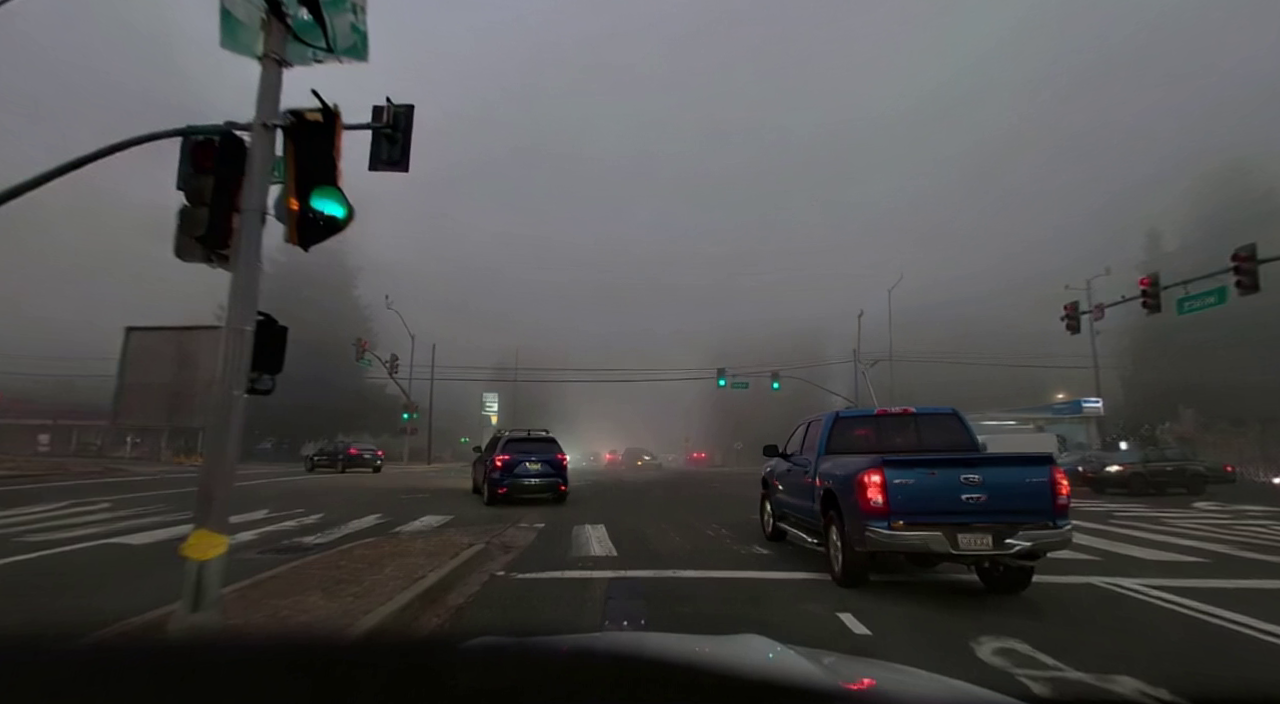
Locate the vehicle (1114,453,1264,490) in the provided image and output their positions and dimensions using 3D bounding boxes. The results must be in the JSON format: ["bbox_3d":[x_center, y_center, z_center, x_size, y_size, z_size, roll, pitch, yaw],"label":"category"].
[{"bbox_3d":[22.912,4.977,26.427,4.426,1.455,1.980,0,-8,-1],"label":"vehicle"}]

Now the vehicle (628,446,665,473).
[{"bbox_3d":[0.370,7.380,43.454,1.977,1.726,4.721,1,-8,-7],"label":"vehicle"}]

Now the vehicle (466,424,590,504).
[{"bbox_3d":[-3.232,2.978,17.270,2.141,1.842,4.889,4,-9,-24],"label":"vehicle"}]

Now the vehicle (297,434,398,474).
[{"bbox_3d":[-13.885,4.810,29.871,4.498,1.725,1.921,-5,-10,28],"label":"vehicle"}]

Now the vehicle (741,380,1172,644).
[{"bbox_3d":[2.622,1.486,7.046,2.036,1.818,5.192,0,-8,-1],"label":"vehicle"}]
